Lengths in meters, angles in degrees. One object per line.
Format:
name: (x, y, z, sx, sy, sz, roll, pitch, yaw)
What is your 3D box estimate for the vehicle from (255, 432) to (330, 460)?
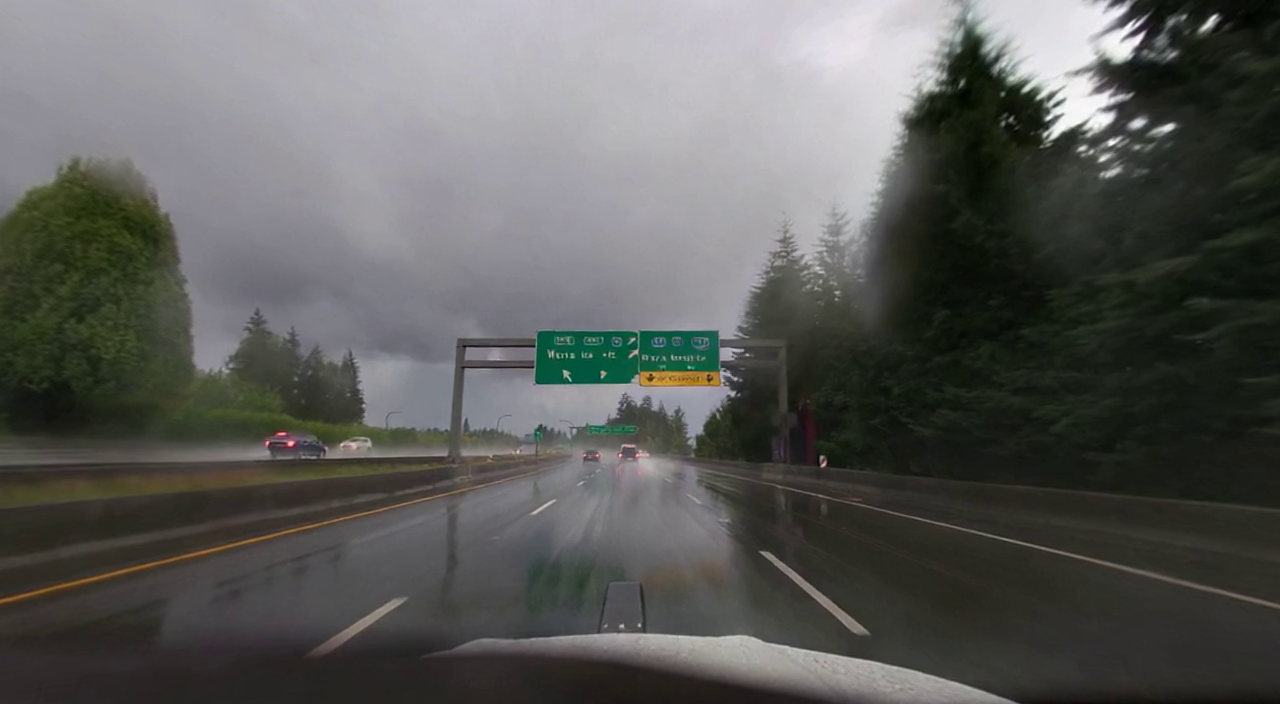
vehicle: (-19.432, 5.286, 35.478, 1.901, 1.465, 4.173, 0, -9, -1)
